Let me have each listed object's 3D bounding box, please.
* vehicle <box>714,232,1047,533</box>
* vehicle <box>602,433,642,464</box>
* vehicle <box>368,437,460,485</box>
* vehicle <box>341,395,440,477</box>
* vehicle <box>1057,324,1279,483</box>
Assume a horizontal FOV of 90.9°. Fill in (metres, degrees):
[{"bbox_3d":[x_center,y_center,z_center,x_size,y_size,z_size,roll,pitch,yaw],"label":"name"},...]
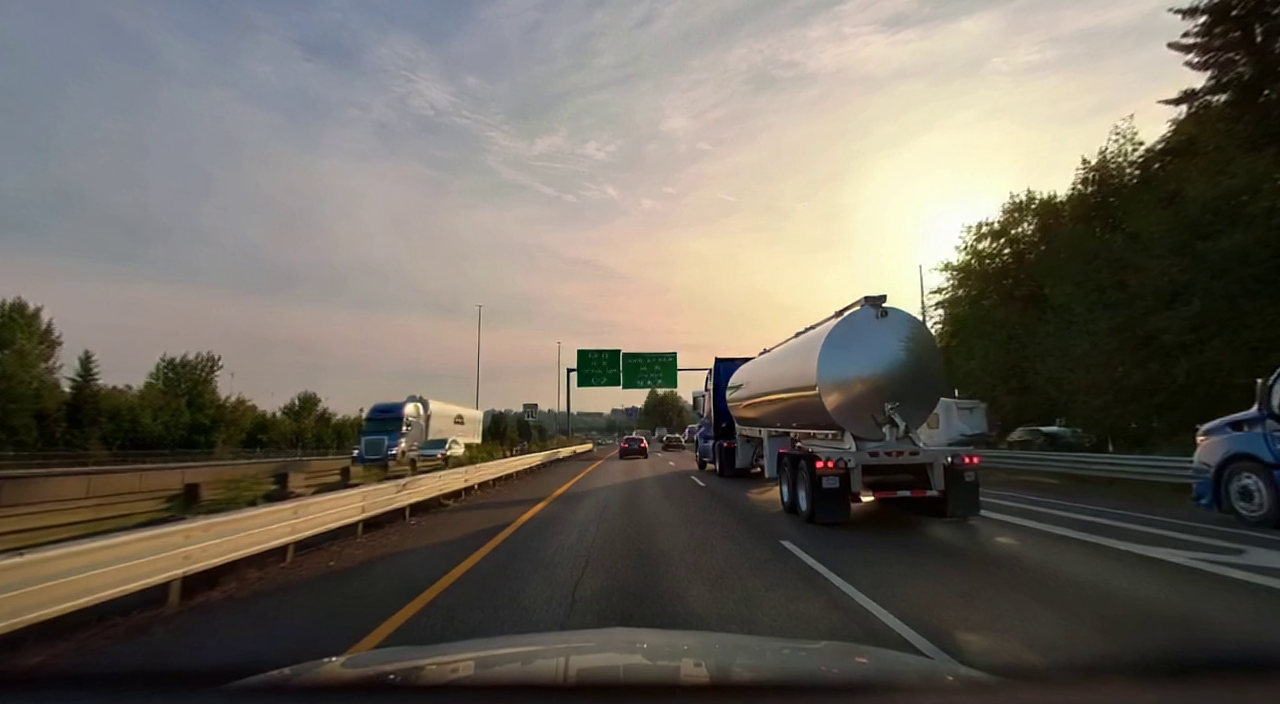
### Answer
[{"bbox_3d":[3.601,0.965,12.771,2.826,3.905,9.262,0,-8,-2],"label":"vehicle"},{"bbox_3d":[-0.909,5.029,32.942,2.000,1.510,3.518,0,-8,-1],"label":"vehicle"},{"bbox_3d":[-8.831,4.255,25.094,1.991,1.712,4.495,0,-8,-1],"label":"vehicle"},{"bbox_3d":[-13.273,4.550,34.185,3.003,4.019,5.876,0,-8,-1],"label":"vehicle"},{"bbox_3d":[17.223,1.602,18.263,2.722,4.038,8.781,2,-8,-14],"label":"vehicle"}]
